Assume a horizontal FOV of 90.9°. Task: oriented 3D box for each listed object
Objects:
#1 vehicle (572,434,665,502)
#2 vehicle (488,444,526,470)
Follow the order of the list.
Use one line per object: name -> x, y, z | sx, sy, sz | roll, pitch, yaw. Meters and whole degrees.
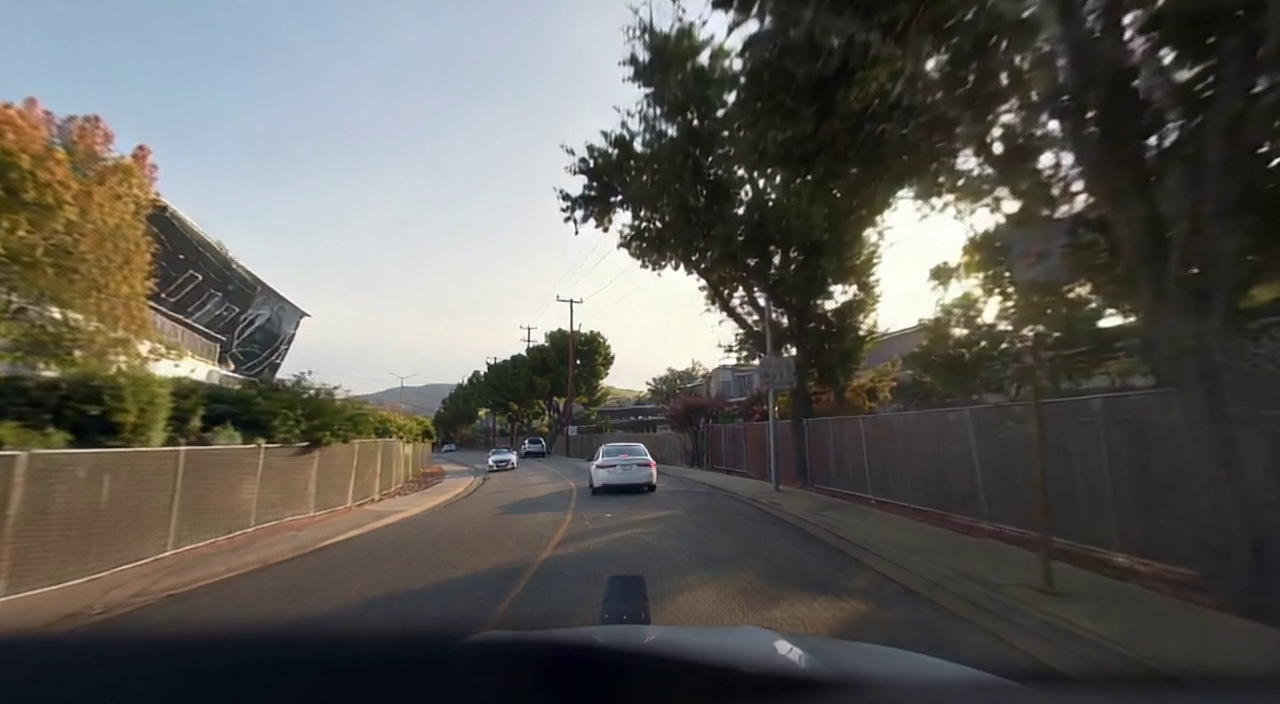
vehicle -> -0.666, 2.848, 16.010 | 2.060, 1.487, 3.920 | 1, -8, -6
vehicle -> -8.111, 6.331, 38.212 | 1.957, 1.442, 4.180 | 2, -8, -15
